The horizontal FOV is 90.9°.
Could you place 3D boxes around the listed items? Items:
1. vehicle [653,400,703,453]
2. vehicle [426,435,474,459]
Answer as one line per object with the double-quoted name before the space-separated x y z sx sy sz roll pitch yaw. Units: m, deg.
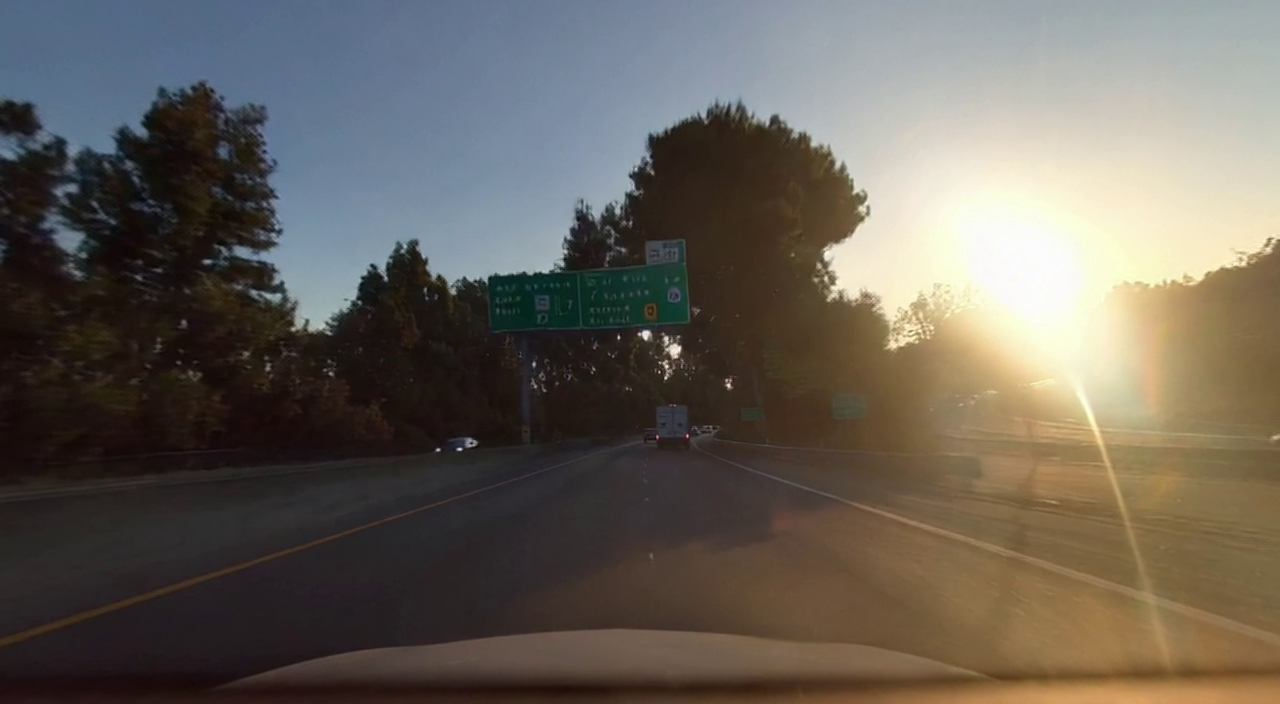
"vehicle" 2.757 5.822 48.702 3.200 3.651 8.416 0 -8 -1
"vehicle" -13.917 6.980 46.474 2.112 1.654 4.481 -1 -8 1
